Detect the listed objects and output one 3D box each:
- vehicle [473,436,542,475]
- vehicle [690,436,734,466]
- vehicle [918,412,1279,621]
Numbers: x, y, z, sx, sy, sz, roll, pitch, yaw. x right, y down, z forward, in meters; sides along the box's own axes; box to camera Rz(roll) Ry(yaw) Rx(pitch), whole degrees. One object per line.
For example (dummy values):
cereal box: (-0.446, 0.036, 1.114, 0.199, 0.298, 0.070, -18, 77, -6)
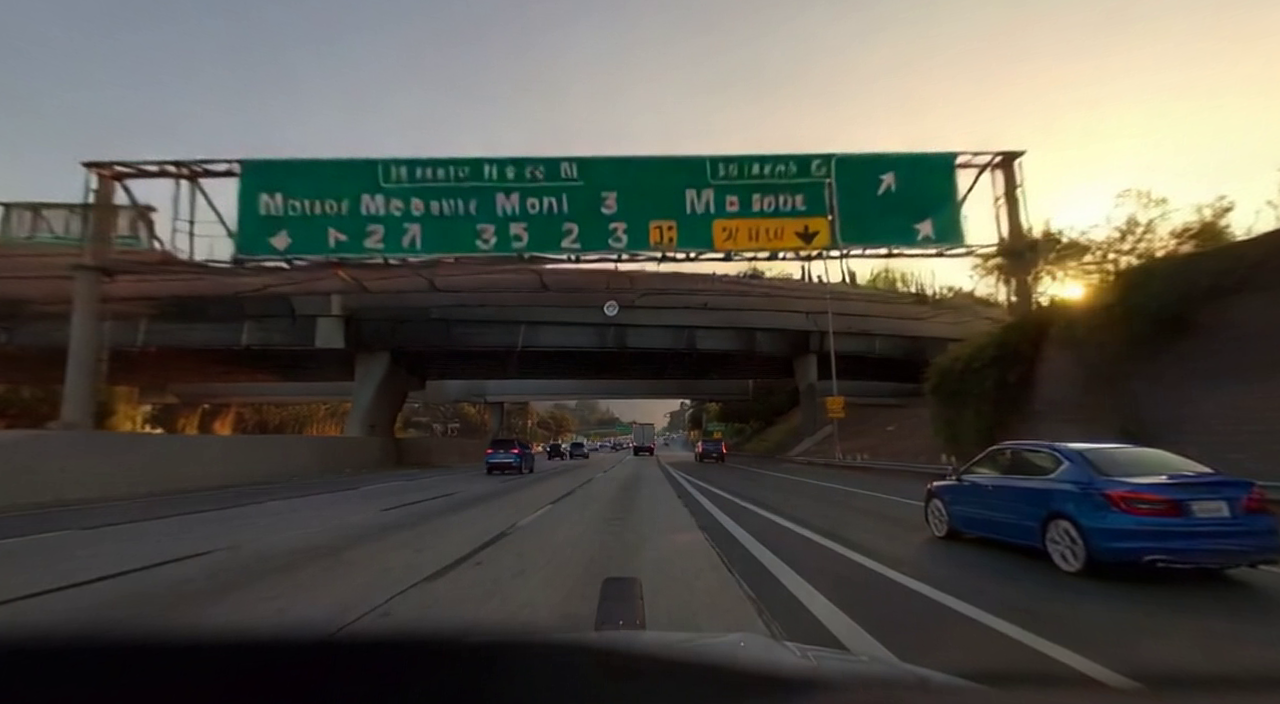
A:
vehicle: (-6.325, 5.027, 30.745, 2.179, 1.753, 4.999, 0, -9, 1)
vehicle: (4.793, 6.674, 42.619, 2.220, 1.898, 4.752, 0, -9, -2)
vehicle: (5.213, 1.554, 6.977, 2.075, 1.510, 4.569, 0, -9, -2)
